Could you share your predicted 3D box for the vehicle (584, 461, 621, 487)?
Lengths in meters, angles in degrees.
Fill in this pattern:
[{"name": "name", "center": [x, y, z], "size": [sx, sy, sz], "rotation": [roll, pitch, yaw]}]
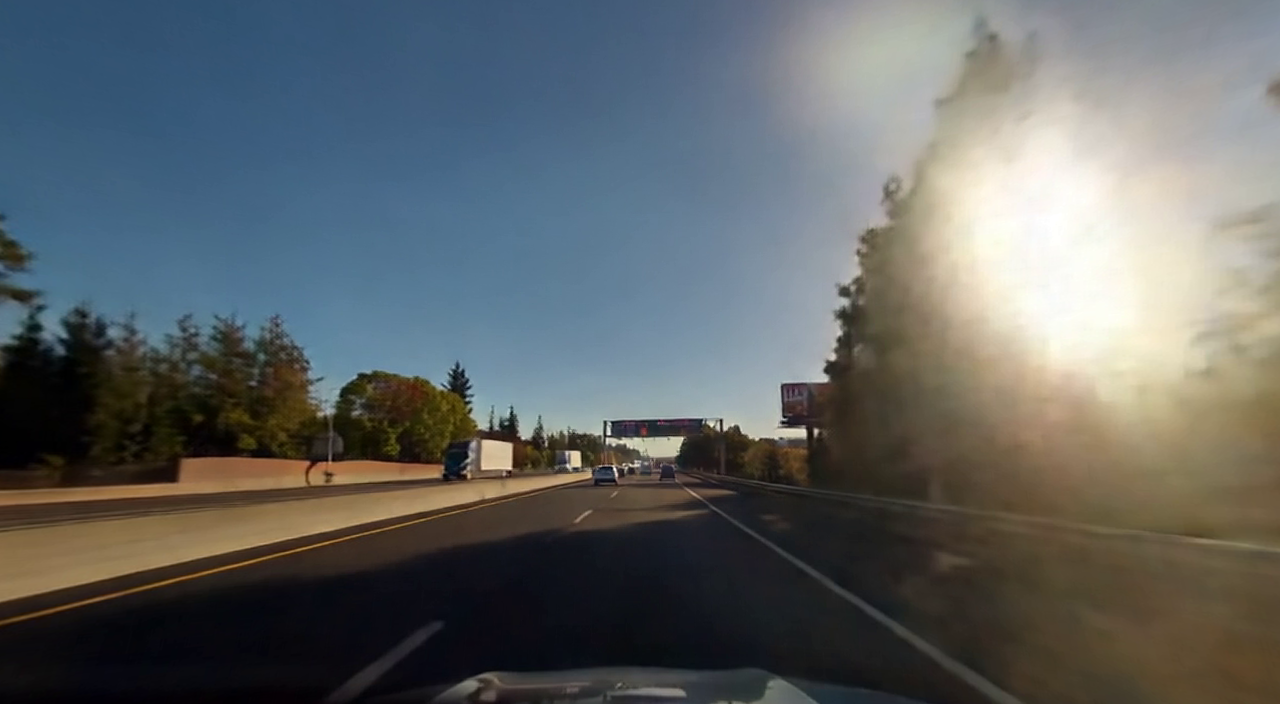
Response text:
[{"name": "vehicle", "center": [-2.627, 8.695, 45.063], "size": [2.160, 1.721, 4.368], "rotation": [0, -11, 3]}]
